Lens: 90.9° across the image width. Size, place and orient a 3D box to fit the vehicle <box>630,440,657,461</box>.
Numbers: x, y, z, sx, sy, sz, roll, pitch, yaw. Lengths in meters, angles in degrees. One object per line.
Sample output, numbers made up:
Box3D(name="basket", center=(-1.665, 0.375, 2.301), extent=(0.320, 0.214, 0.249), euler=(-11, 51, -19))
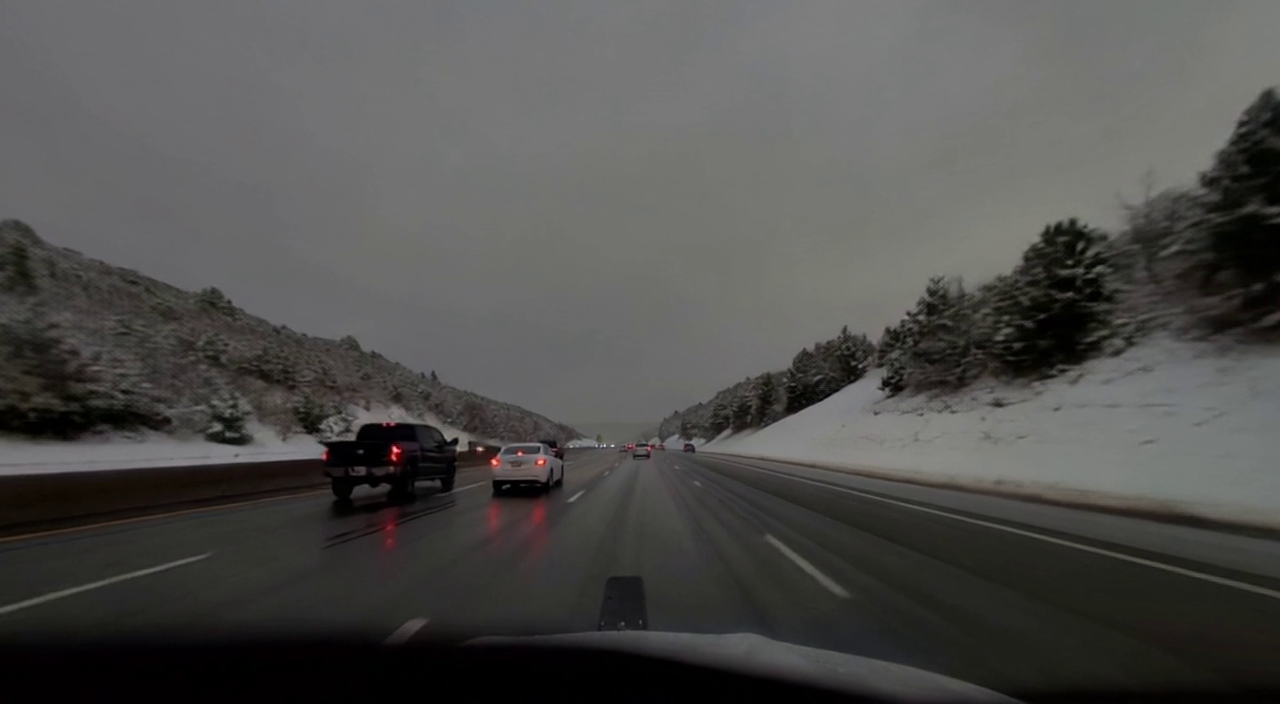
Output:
Box3D(name="vehicle", center=(0.276, 7.807, 49.870), extent=(2.031, 1.566, 3.904), euler=(0, -8, 0))

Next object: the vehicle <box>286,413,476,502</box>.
Box3D(name="vehicle", center=(-6.879, 2.920, 17.918), extent=(2.589, 2.063, 6.206), euler=(0, -8, 2))

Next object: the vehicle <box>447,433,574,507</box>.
Box3D(name="vehicle", center=(-2.984, 2.832, 15.659), extent=(2.091, 1.552, 4.516), euler=(0, -8, 2))
